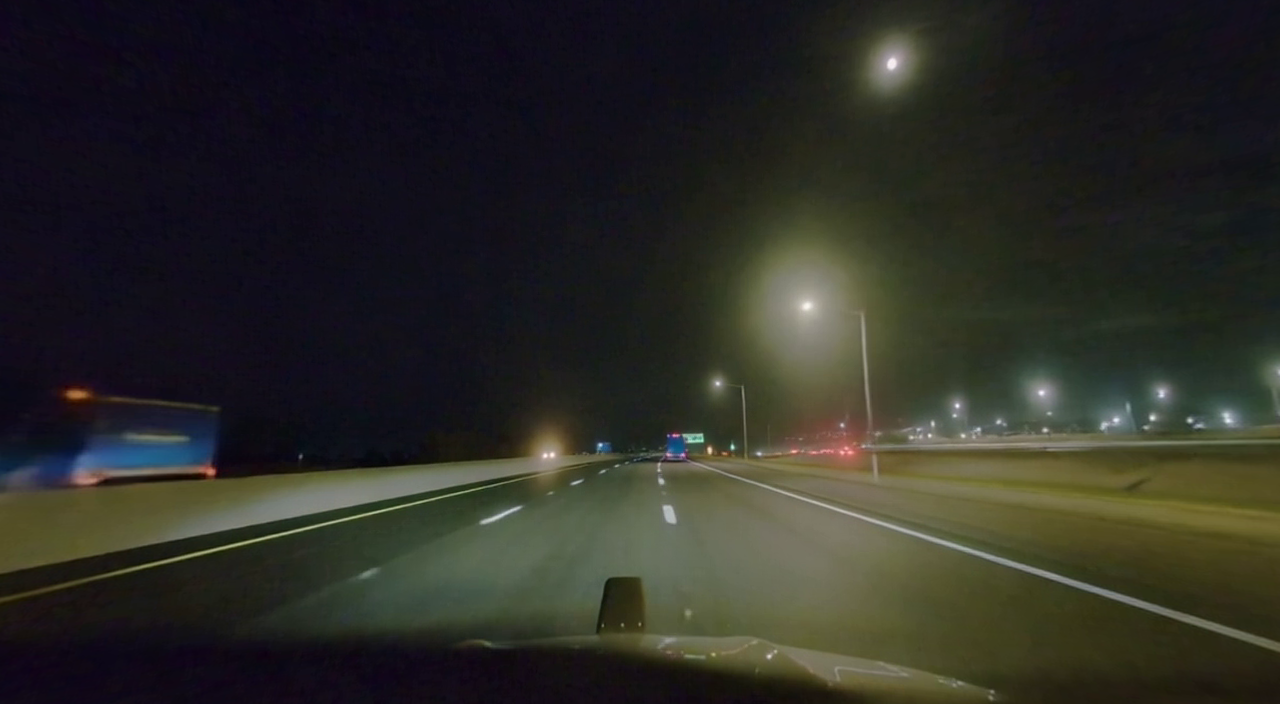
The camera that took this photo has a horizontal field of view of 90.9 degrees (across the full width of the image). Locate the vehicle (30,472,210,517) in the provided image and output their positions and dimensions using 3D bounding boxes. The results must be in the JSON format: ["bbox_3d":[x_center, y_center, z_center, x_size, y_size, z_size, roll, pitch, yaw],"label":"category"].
[{"bbox_3d":[-20.604,5.650,25.459,2.173,1.369,5.924,0,-9,1],"label":"vehicle"}]
